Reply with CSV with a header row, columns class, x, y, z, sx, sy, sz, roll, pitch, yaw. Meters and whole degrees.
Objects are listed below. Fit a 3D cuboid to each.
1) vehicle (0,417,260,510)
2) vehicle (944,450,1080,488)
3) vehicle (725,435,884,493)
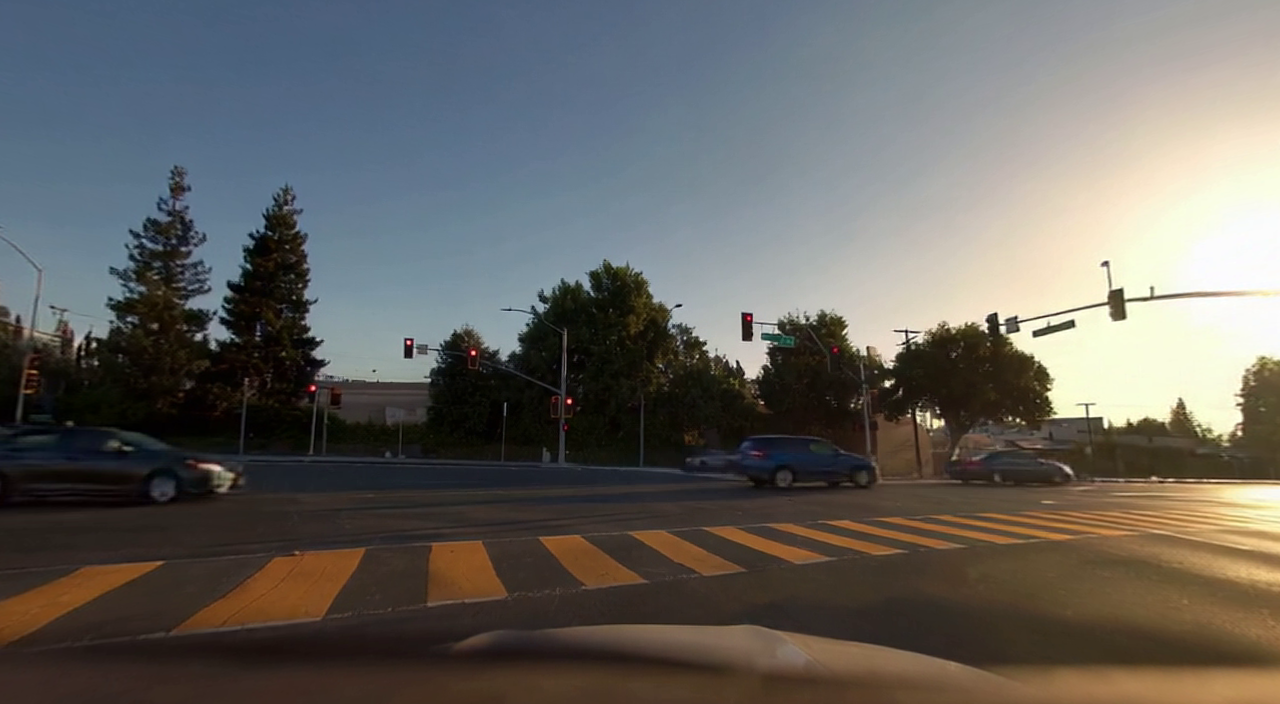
class,x,y,z,sx,sy,sz,roll,pitch,yaw
vehicle,-10.071,1.993,11.512,4.952,1.511,1.855,2,-9,-17
vehicle,15.976,4.986,27.141,5.203,1.488,1.907,3,-9,-17
vehicle,5.290,3.565,20.425,4.626,1.710,1.891,3,-9,-17
